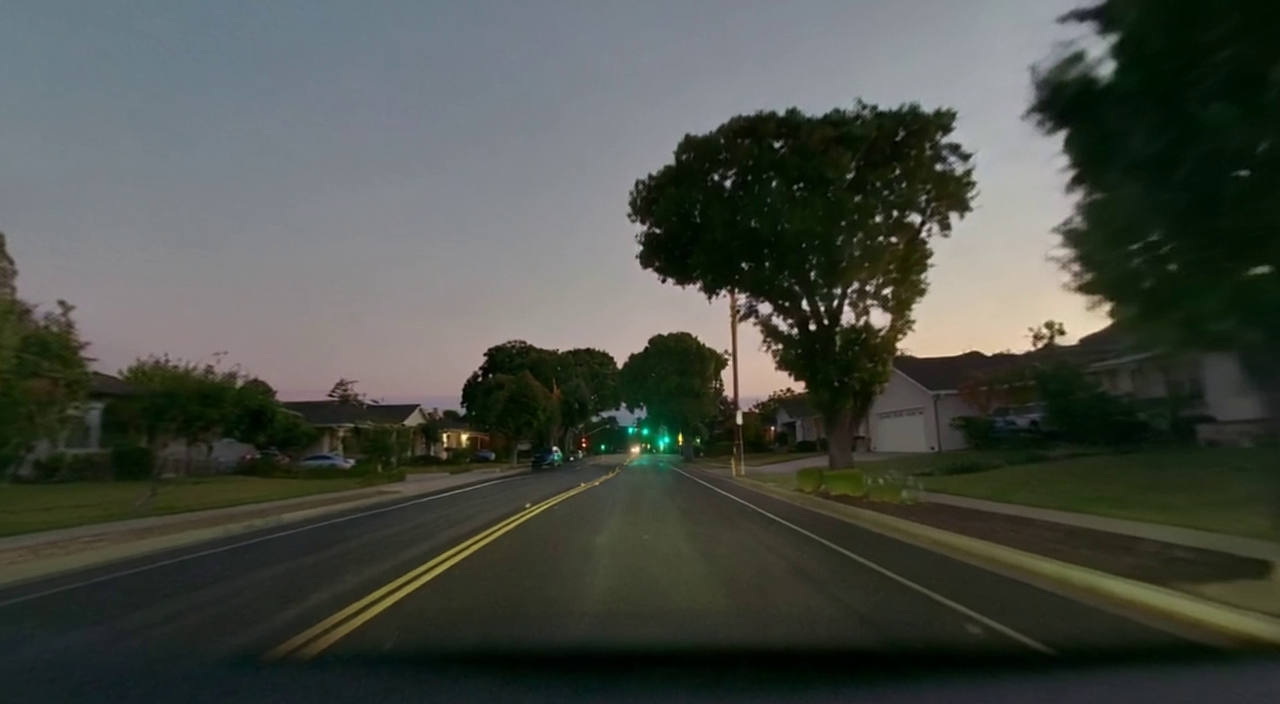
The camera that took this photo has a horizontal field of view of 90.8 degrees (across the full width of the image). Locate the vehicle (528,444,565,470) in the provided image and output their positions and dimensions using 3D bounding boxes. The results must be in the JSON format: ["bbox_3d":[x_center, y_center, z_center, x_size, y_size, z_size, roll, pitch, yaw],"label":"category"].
[{"bbox_3d":[-7.184,8.098,48.930,2.209,1.807,4.432,-1,-9,-1],"label":"vehicle"}]
